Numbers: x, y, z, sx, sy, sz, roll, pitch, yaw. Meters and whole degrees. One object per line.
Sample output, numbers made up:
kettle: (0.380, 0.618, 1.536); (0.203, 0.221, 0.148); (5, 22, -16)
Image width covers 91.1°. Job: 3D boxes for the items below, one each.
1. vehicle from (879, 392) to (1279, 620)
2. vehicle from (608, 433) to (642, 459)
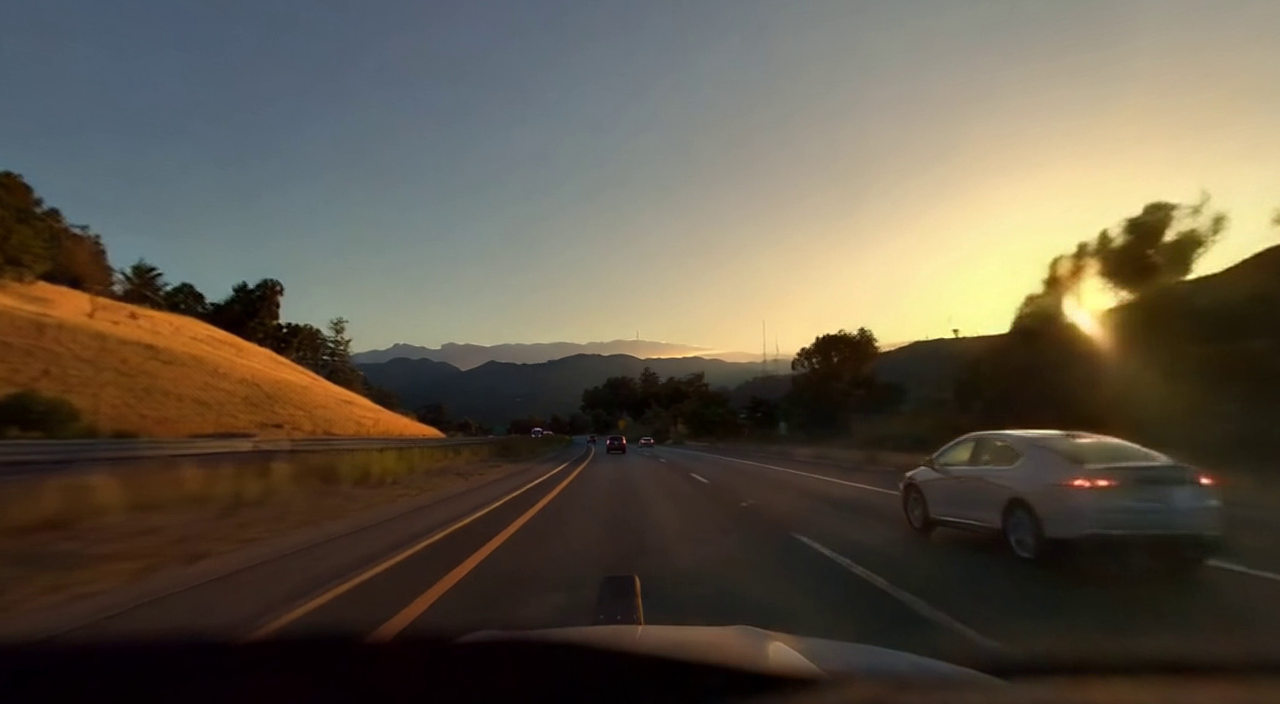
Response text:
vehicle: (4.001, 1.281, 6.097); (1.852, 1.513, 3.652); (0, -8, -1)
vehicle: (-0.989, 5.905, 39.731); (1.998, 1.512, 3.735); (1, -8, -3)
